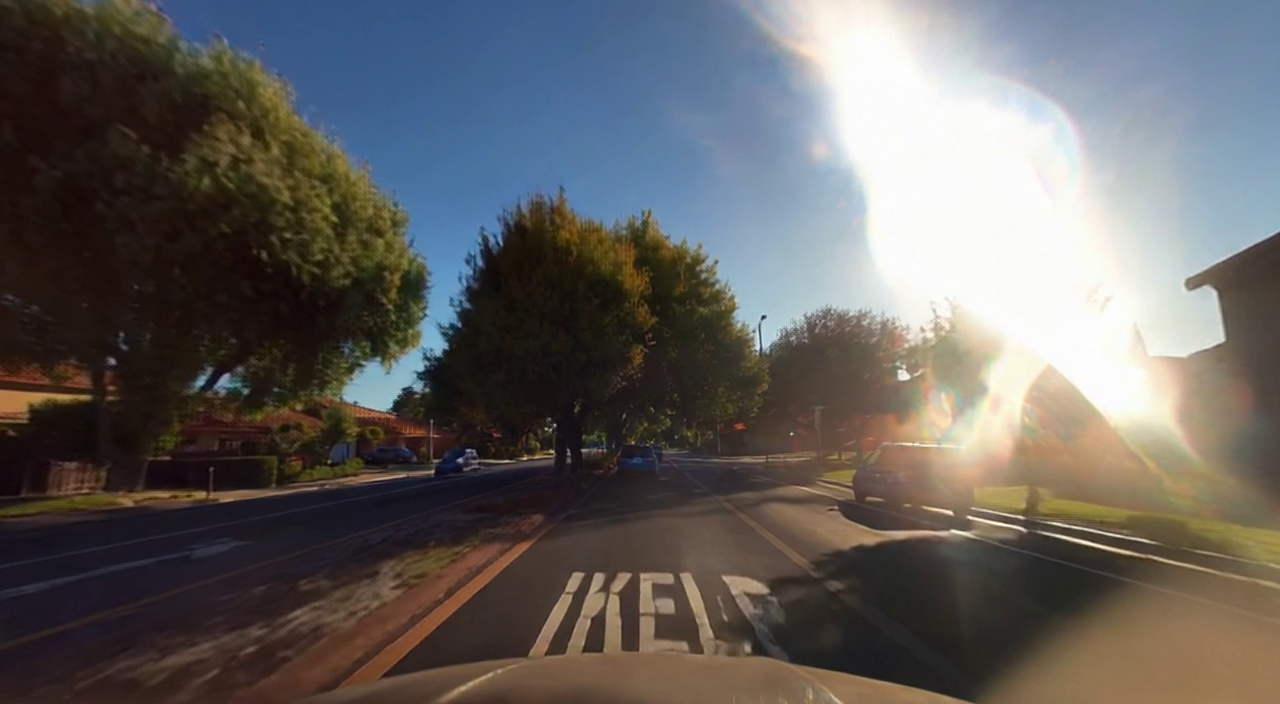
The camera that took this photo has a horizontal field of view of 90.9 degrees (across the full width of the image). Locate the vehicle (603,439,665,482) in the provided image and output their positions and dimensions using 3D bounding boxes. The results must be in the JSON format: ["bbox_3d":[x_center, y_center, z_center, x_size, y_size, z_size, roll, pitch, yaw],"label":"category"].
[{"bbox_3d":[-0.264,4.170,24.622,2.158,1.469,4.909,0,-8,-1],"label":"vehicle"}]

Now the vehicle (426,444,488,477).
[{"bbox_3d":[-9.232,5.488,32.133,1.945,1.530,3.740,-1,-8,1],"label":"vehicle"}]
